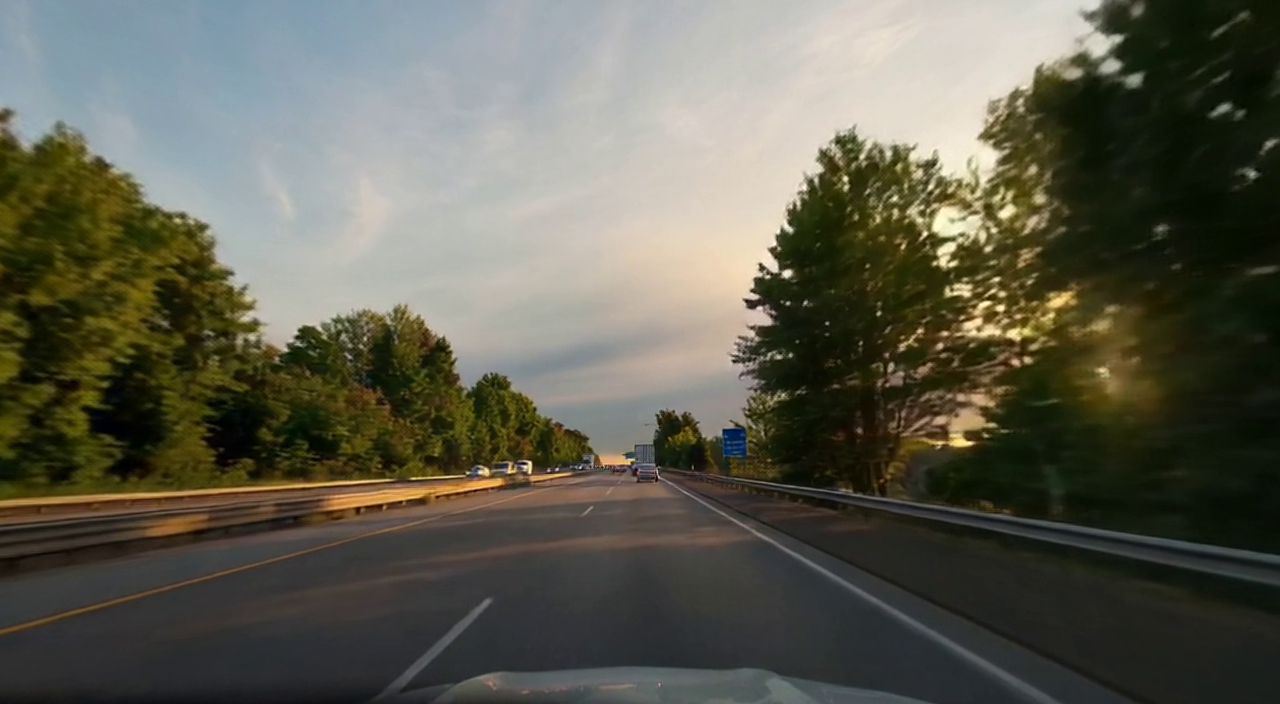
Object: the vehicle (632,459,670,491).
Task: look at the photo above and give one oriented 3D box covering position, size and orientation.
[{"bbox_3d":[0.620,7.088,36.338,2.048,1.663,4.377,1,-10,0],"label":"vehicle"}]
